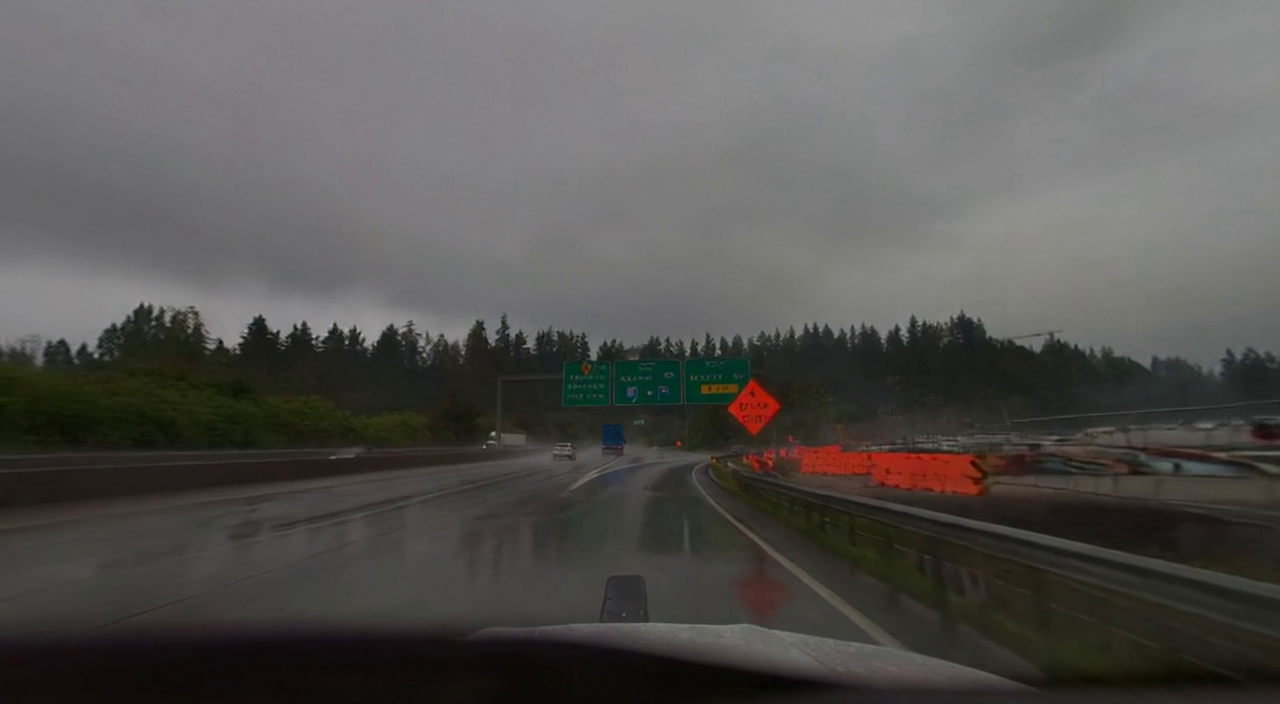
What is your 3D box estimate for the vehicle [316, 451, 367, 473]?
[{"bbox_3d":[-20.273,7.452,42.983,1.674,1.407,3.588,0,-9,0],"label":"vehicle"}]
